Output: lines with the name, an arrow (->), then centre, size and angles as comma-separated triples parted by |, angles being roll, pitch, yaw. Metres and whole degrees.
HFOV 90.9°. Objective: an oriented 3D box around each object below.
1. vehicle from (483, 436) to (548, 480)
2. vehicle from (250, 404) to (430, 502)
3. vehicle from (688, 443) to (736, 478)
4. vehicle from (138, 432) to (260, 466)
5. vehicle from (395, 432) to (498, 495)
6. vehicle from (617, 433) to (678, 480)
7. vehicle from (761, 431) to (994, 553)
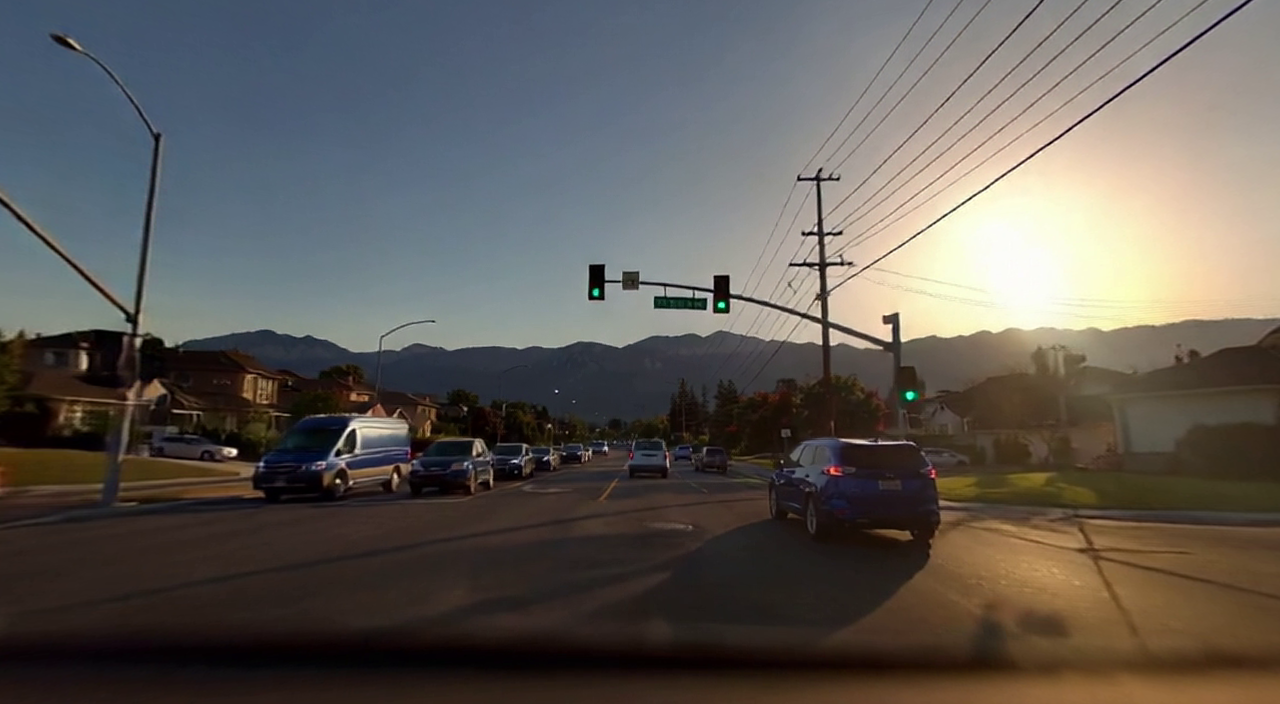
vehicle -> -5.808, 5.023, 30.119 | 1.993, 1.884, 5.481 | 0, -8, 0
vehicle -> -9.391, 3.269, 20.693 | 2.725, 2.710, 6.304 | 0, -8, 0
vehicle -> 3.682, 5.632, 33.005 | 1.957, 1.646, 4.355 | 0, -8, -1
vehicle -> -27.402, 6.042, 39.354 | 5.789, 2.068, 2.368 | 0, -8, 0
vehicle -> -6.131, 3.582, 20.598 | 1.983, 1.801, 4.391 | 0, -8, 0
vehicle -> 0.328, 4.918, 29.923 | 2.636, 2.011, 5.130 | 0, -8, 0
vehicle -> 3.740, 2.279, 11.111 | 2.155, 1.658, 4.721 | 0, -8, -1
